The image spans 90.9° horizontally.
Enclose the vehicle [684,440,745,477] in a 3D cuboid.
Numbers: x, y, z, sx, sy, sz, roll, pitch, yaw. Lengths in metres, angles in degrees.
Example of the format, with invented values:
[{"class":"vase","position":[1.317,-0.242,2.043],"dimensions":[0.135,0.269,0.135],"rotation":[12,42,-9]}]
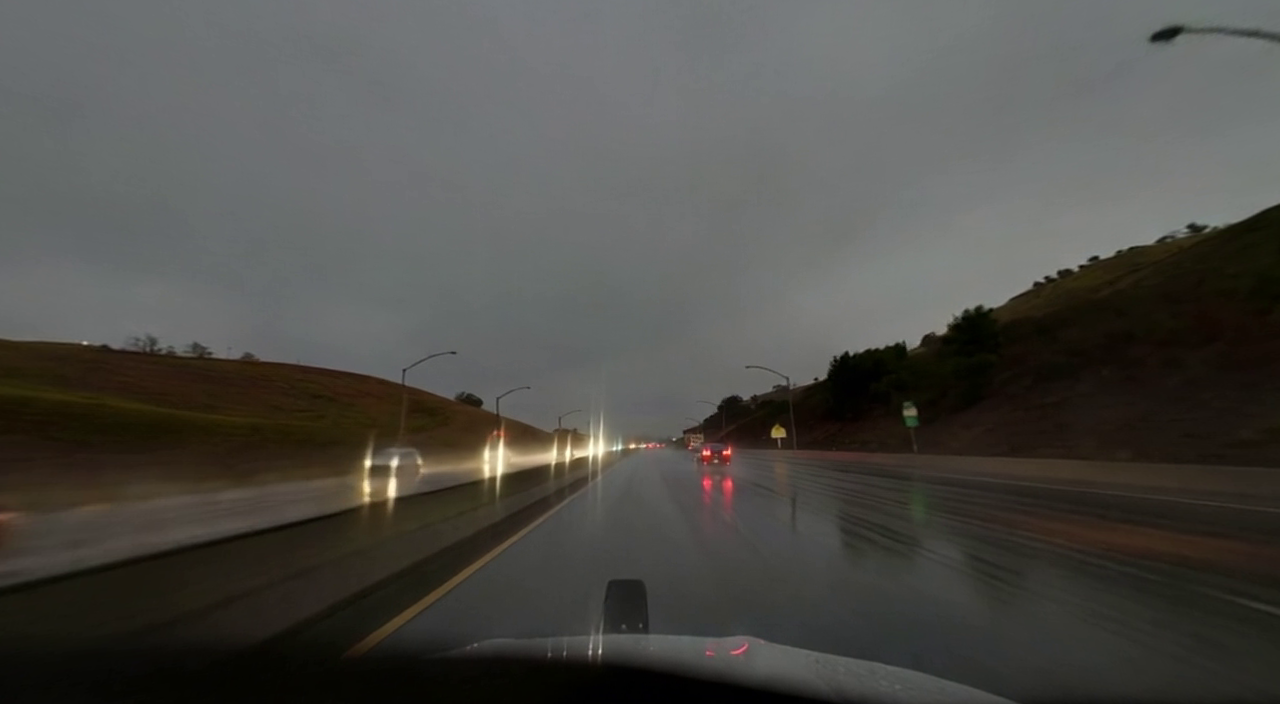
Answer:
[{"class":"vehicle","position":[3.027,4.460,26.669],"dimensions":[2.044,1.444,4.216],"rotation":[0,-8,0]}]

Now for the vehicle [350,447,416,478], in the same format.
[{"class":"vehicle","position":[-15.266,6.569,37.721],"dimensions":[1.967,1.691,4.497],"rotation":[0,-8,1]}]
